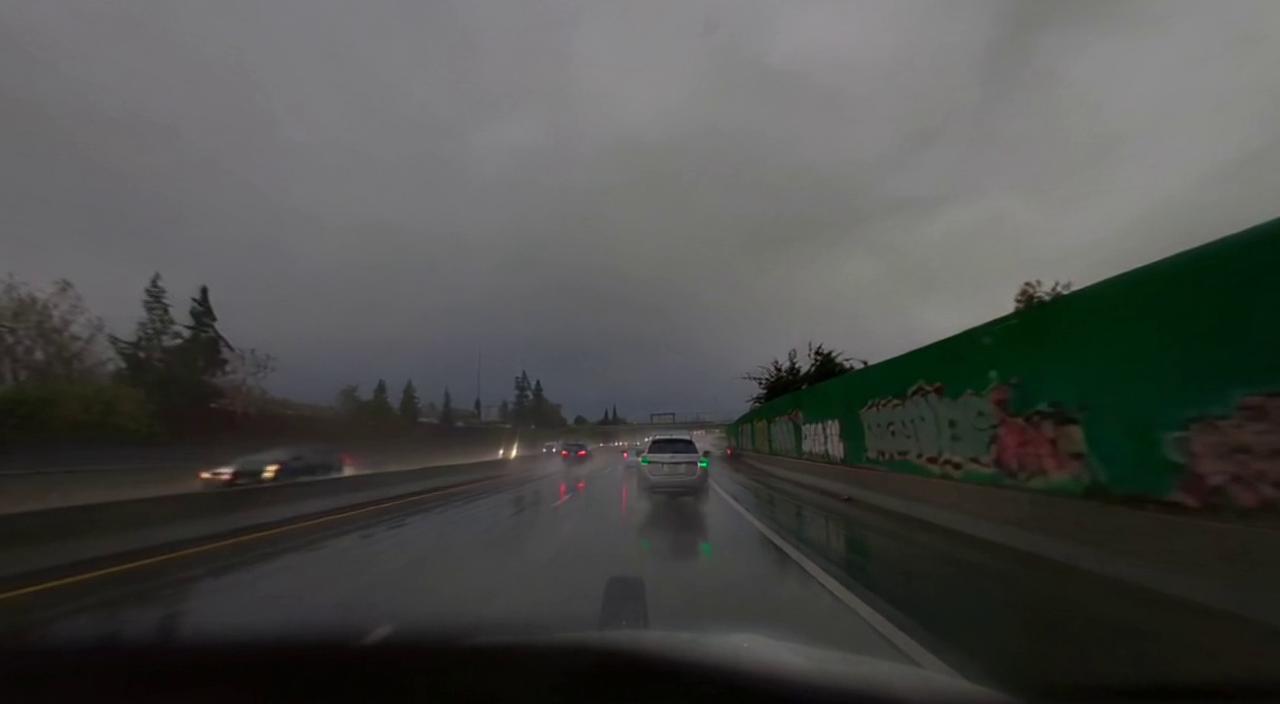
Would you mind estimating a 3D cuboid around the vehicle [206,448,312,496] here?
[{"bbox_3d":[-15.830,4.962,26.440,1.910,1.820,4.007,0,-8,0],"label":"vehicle"}]

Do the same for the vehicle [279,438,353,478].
[{"bbox_3d":[-15.871,5.173,31.005,1.831,1.837,3.199,0,-8,2],"label":"vehicle"}]

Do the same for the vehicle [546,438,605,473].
[{"bbox_3d":[-2.898,4.776,29.337,2.059,1.471,4.152,-1,-8,3],"label":"vehicle"}]

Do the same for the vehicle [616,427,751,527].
[{"bbox_3d":[0.693,2.216,11.720,2.077,1.533,3.854,0,-8,1],"label":"vehicle"}]
